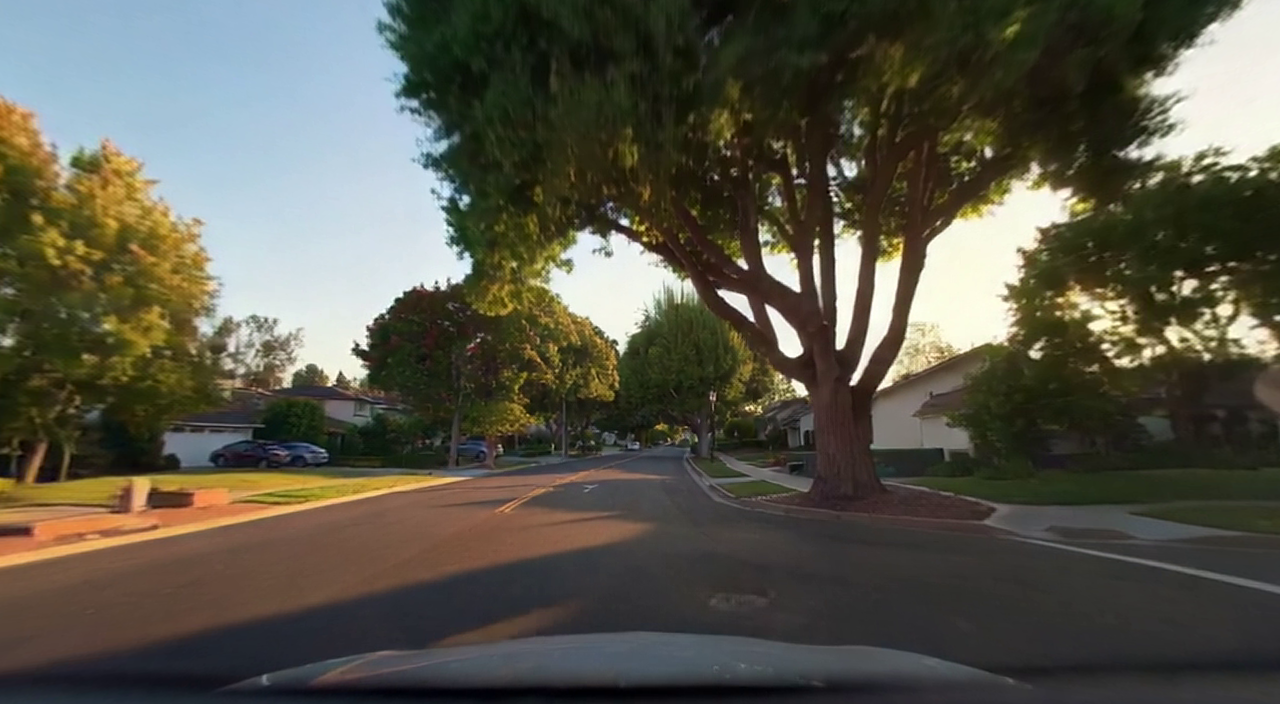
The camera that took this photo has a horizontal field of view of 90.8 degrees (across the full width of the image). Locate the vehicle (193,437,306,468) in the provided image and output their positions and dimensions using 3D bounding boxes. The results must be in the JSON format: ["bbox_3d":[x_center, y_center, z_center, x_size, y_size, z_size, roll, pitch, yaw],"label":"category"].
[{"bbox_3d":[-19.648,5.088,31.970,4.373,1.464,1.917,2,-10,-13],"label":"vehicle"}]
